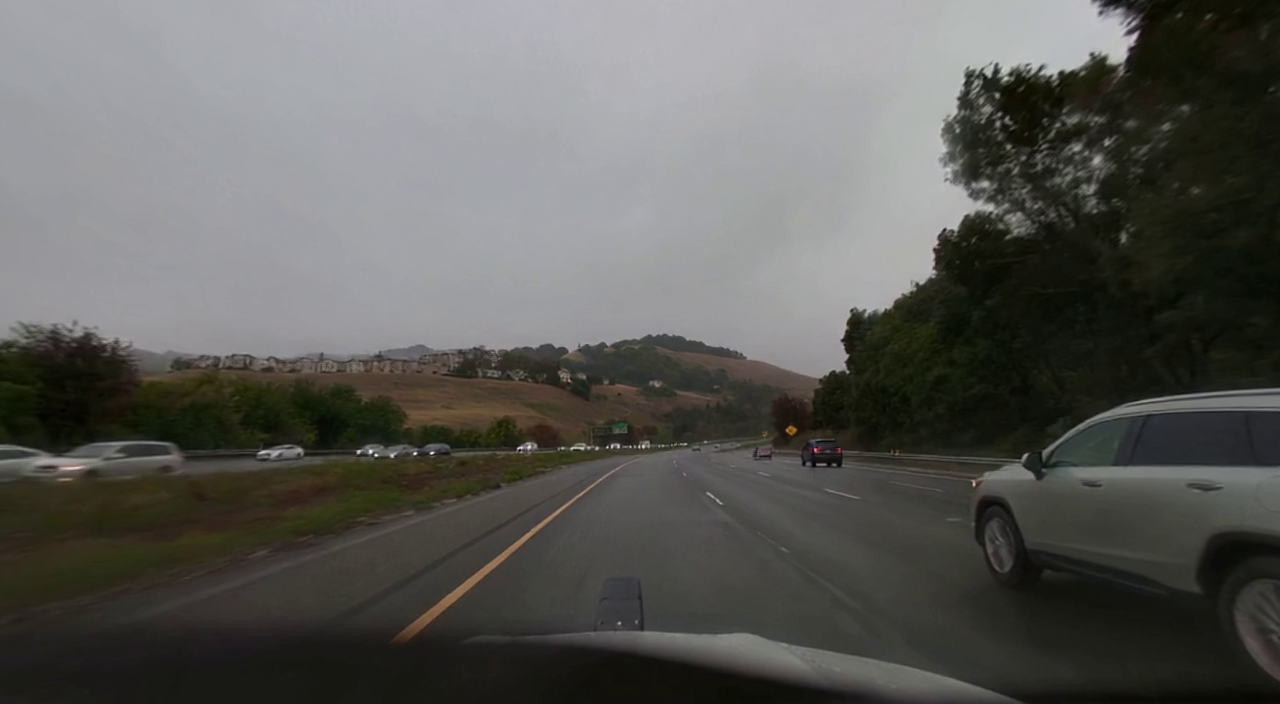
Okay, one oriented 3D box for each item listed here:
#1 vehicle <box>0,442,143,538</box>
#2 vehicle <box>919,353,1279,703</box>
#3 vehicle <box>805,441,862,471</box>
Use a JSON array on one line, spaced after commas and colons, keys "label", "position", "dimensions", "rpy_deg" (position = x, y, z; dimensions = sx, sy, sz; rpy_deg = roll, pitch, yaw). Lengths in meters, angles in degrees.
[{"label": "vehicle", "position": [-12.332, 2.548, 11.923], "dimensions": [2.090, 1.673, 4.553], "rpy_deg": [0, -8, 0]}, {"label": "vehicle", "position": [4.099, 1.085, 4.140], "dimensions": [2.318, 1.766, 4.587], "rpy_deg": [0, -9, -1]}, {"label": "vehicle", "position": [11.690, 6.307, 38.323], "dimensions": [2.043, 1.714, 4.453], "rpy_deg": [0, -8, 0]}]
